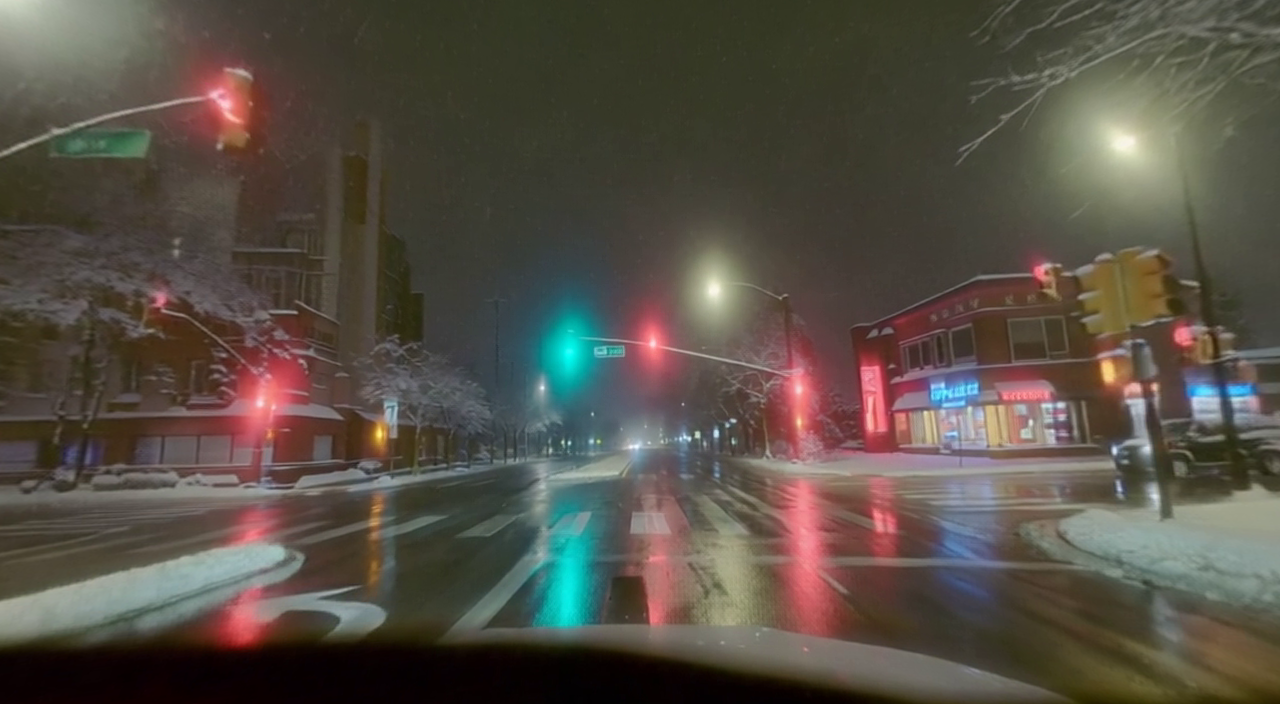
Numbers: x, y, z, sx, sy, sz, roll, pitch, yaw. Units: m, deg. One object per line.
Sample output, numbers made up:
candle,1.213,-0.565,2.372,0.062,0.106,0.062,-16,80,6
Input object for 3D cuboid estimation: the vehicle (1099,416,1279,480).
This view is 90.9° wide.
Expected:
vehicle,17.026,2.870,18.957,4.836,1.795,1.957,0,-8,0
